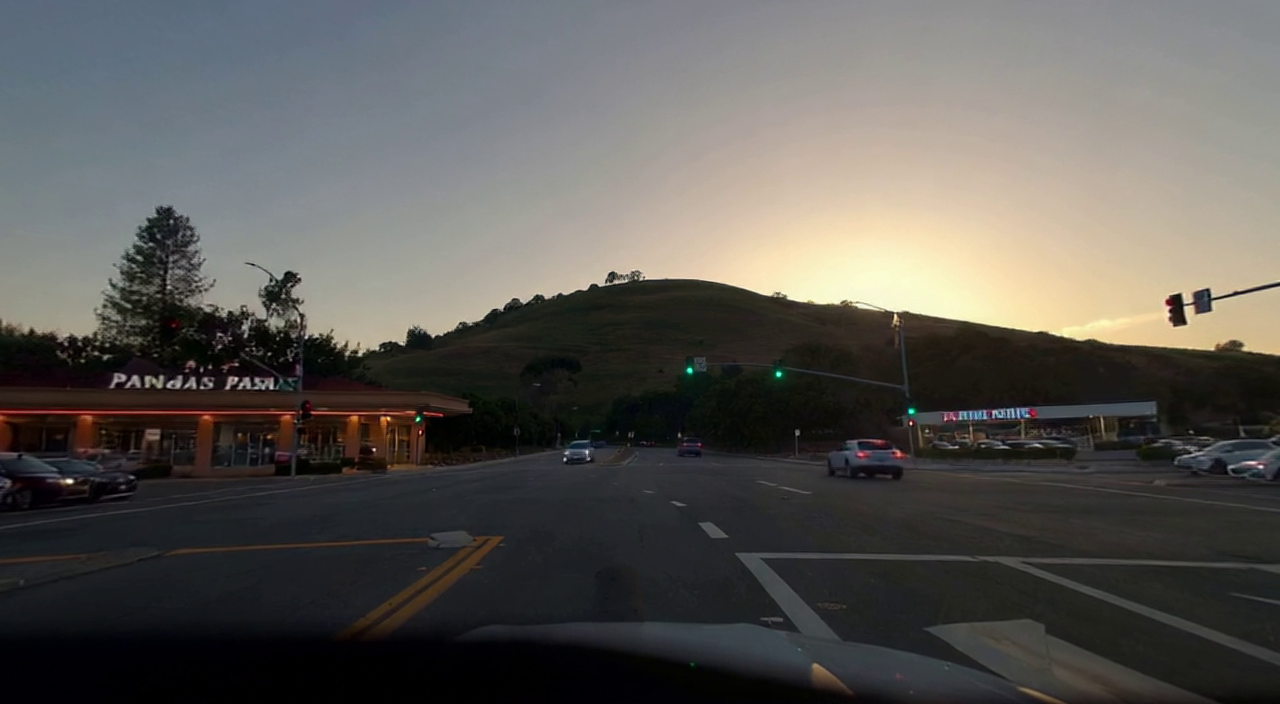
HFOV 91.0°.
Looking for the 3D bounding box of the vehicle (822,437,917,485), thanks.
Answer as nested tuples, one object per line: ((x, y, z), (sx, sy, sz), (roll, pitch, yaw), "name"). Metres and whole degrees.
((9.659, 4.616, 26.944), (2.273, 1.839, 4.218), (0, -9, -3), "vehicle")

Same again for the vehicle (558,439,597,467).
((-4.502, 7.372, 46.003), (2.238, 1.883, 4.503), (0, -9, 2), "vehicle")

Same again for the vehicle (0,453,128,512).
((-19.798, 4.190, 20.470), (4.440, 1.748, 2.033), (0, -9, 1), "vehicle")

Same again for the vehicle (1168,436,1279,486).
((25.035, 4.467, 26.059), (4.546, 1.944, 2.051), (1, -9, -5), "vehicle")
